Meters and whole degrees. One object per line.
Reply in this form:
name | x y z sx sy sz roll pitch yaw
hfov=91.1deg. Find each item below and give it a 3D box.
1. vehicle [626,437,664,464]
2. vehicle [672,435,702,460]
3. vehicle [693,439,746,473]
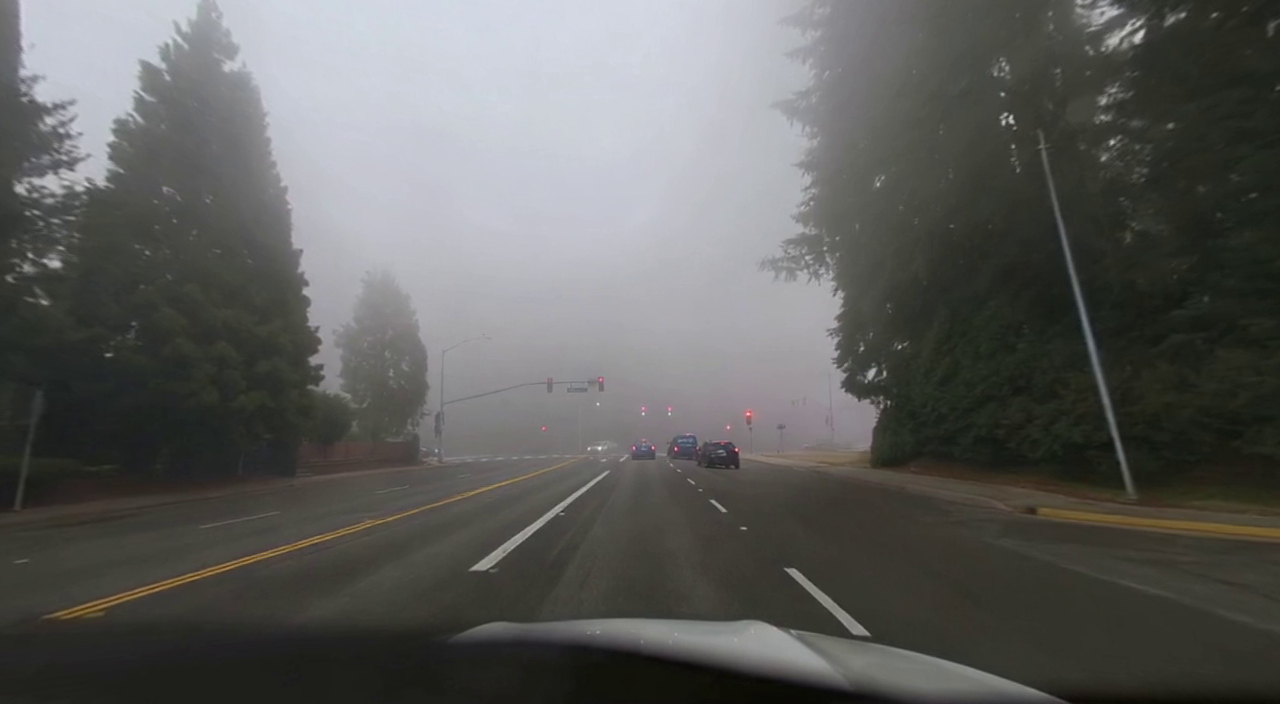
vehicle | 0.333 6.437 41.035 2.321 1.624 4.367 0 -9 1
vehicle | 3.681 7.524 49.470 2.059 1.924 4.257 0 -9 0
vehicle | 3.727 4.990 30.323 1.934 1.506 4.544 0 -9 -1
